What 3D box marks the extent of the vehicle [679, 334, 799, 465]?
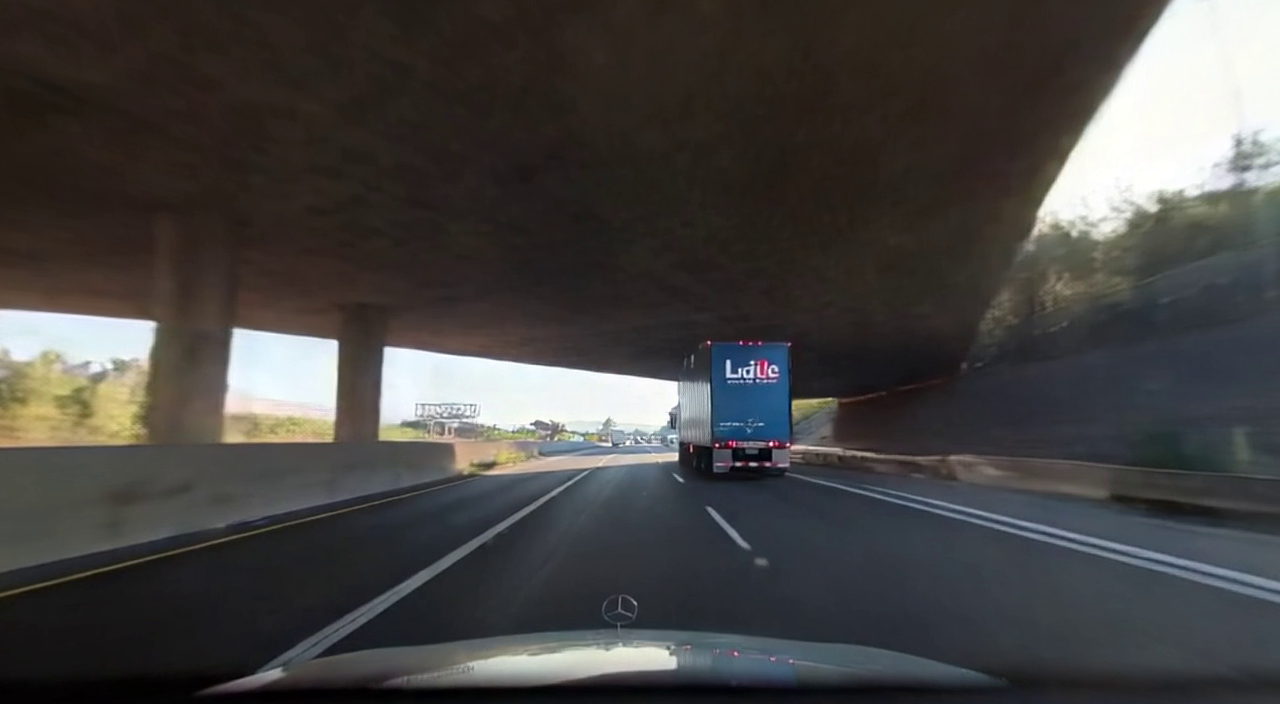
[{"bbox_3d":[3.618,2.492,27.567,3.034,4.194,14.704,0,-8,1],"label":"vehicle"}]
